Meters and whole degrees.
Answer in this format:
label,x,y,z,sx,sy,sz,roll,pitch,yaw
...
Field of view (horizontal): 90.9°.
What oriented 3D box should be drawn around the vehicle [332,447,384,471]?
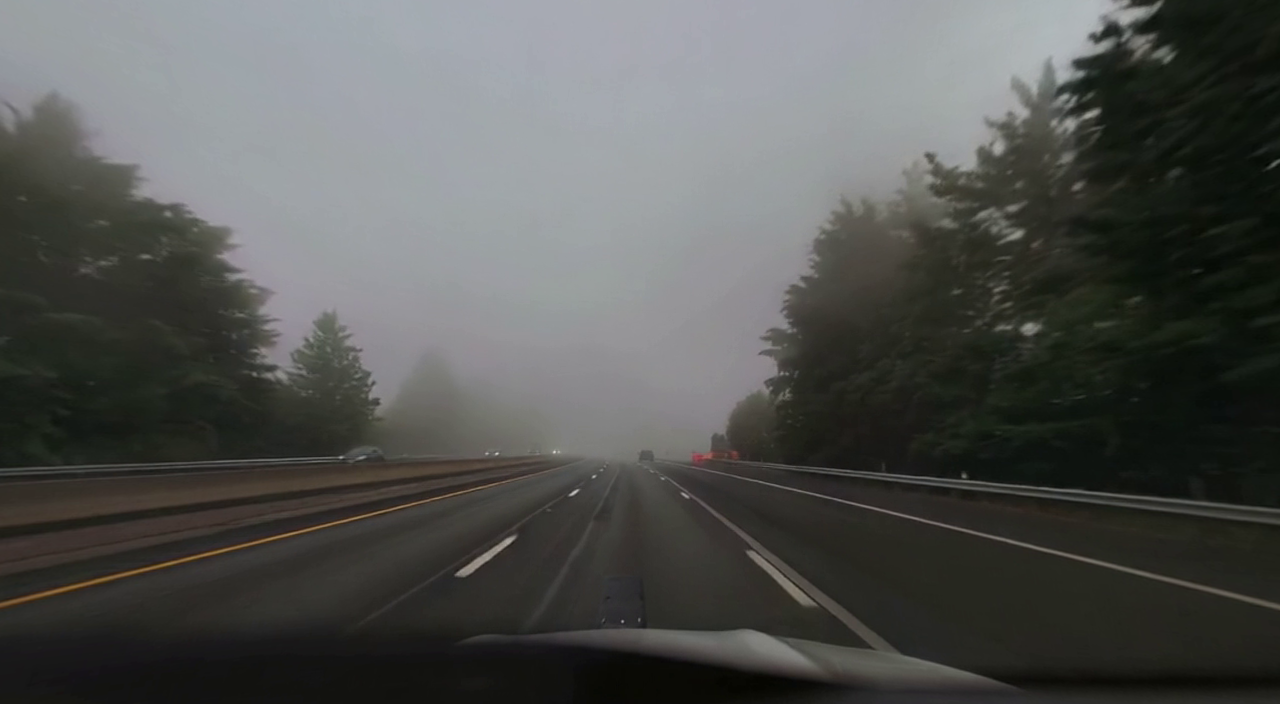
label,x,y,z,sx,sy,sz,roll,pitch,yaw
vehicle,-18.276,6.912,40.935,1.730,1.462,3.573,0,-9,-1
